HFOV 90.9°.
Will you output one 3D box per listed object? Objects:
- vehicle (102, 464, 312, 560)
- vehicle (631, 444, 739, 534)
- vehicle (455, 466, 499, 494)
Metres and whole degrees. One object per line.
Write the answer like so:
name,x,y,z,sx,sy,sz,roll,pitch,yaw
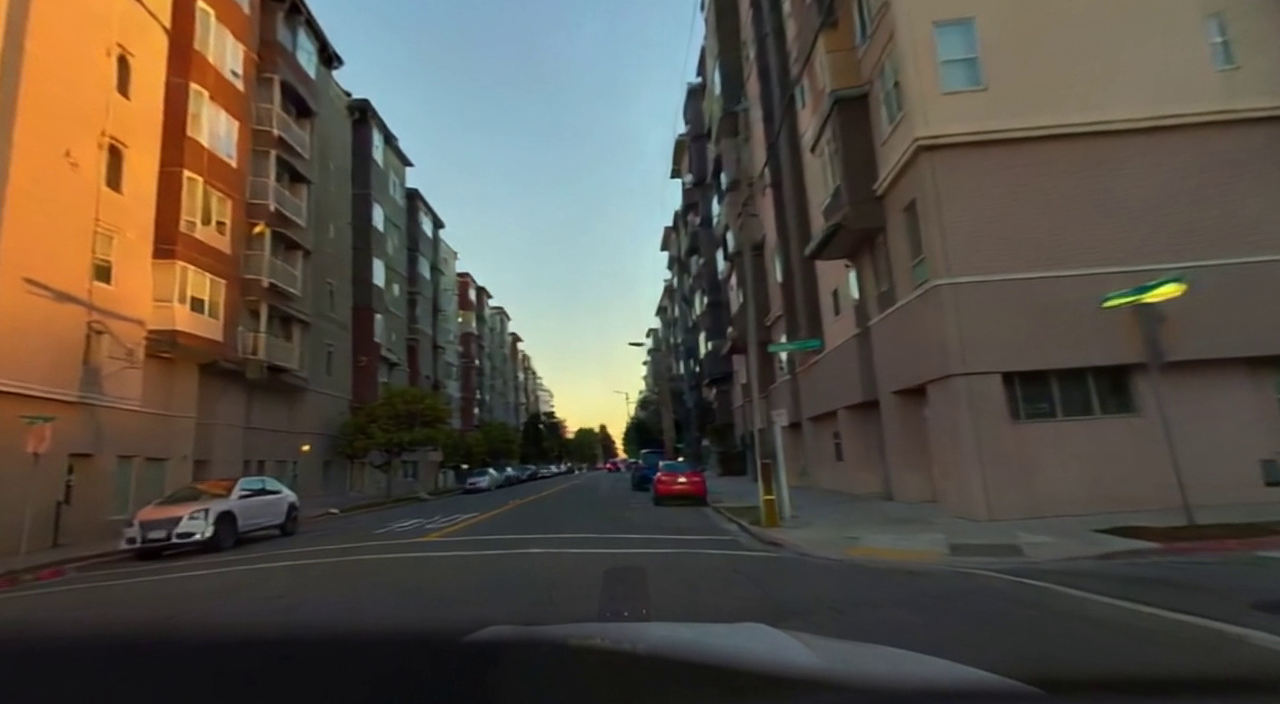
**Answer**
vehicle,-10.440,3.831,15.777,2.140,1.874,4.475,0,-9,-2
vehicle,0.929,3.231,15.559,2.164,1.721,4.416,-4,-9,-1
vehicle,-10.886,8.540,42.380,2.032,1.641,4.162,0,-9,-2
